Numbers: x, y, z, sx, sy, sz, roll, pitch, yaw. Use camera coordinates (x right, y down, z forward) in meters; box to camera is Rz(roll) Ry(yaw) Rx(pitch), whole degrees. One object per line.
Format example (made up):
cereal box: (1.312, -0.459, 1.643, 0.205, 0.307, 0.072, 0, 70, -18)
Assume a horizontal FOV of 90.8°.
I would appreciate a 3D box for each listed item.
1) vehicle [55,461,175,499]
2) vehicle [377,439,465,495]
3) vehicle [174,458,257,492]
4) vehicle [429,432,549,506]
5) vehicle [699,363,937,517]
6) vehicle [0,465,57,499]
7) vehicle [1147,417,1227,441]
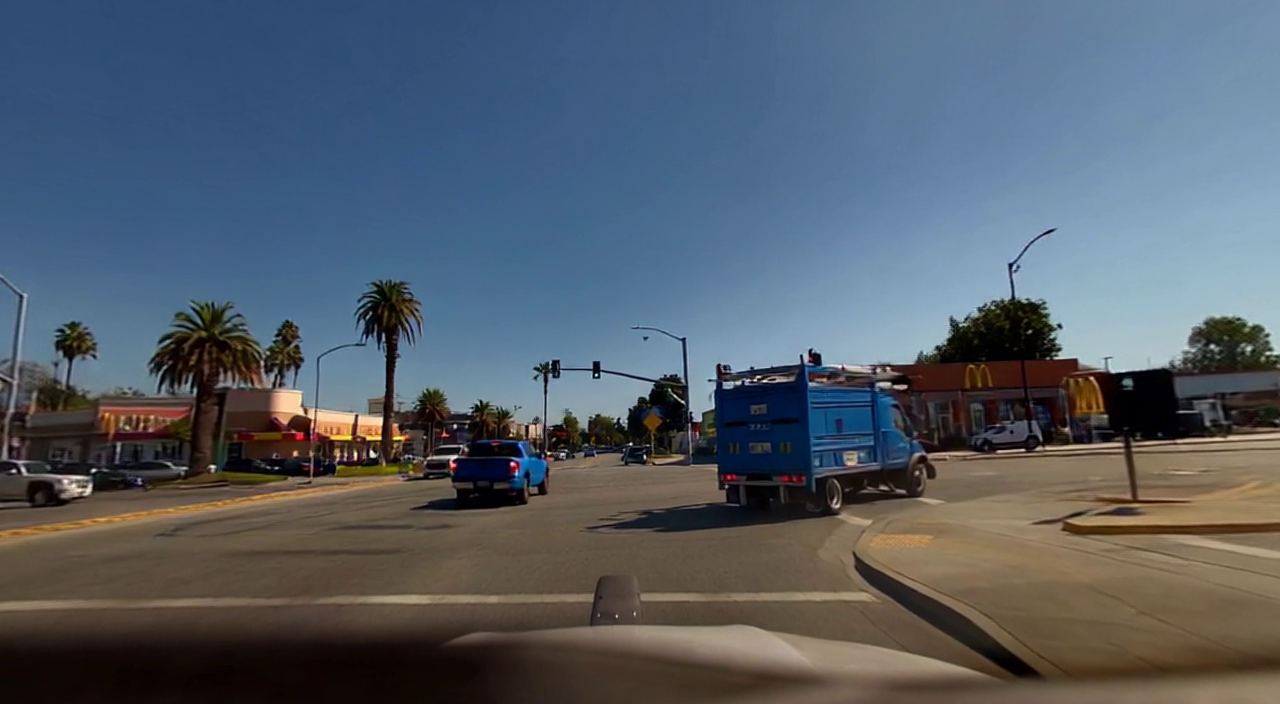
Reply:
vehicle: (-27.115, 6.624, 32.759, 4.583, 1.556, 1.893, -3, -6, 0)
vehicle: (-7.285, 3.827, 21.477, 1.997, 1.679, 4.263, 1, -9, -8)
vehicle: (-25.248, 7.279, 37.608, 3.721, 1.450, 1.824, -7, -7, 1)
vehicle: (-3.960, 3.152, 17.506, 2.102, 1.744, 4.630, 0, -8, 1)
vehicle: (4.384, 2.096, 15.058, 5.938, 2.954, 2.463, 7, -11, -40)
vehicle: (-38.937, 8.060, 38.960, 4.136, 1.863, 1.785, -3, -9, 0)
vehicle: (41.778, 5.873, 48.328, 3.879, 1.626, 2.382, -3, -7, -1)
